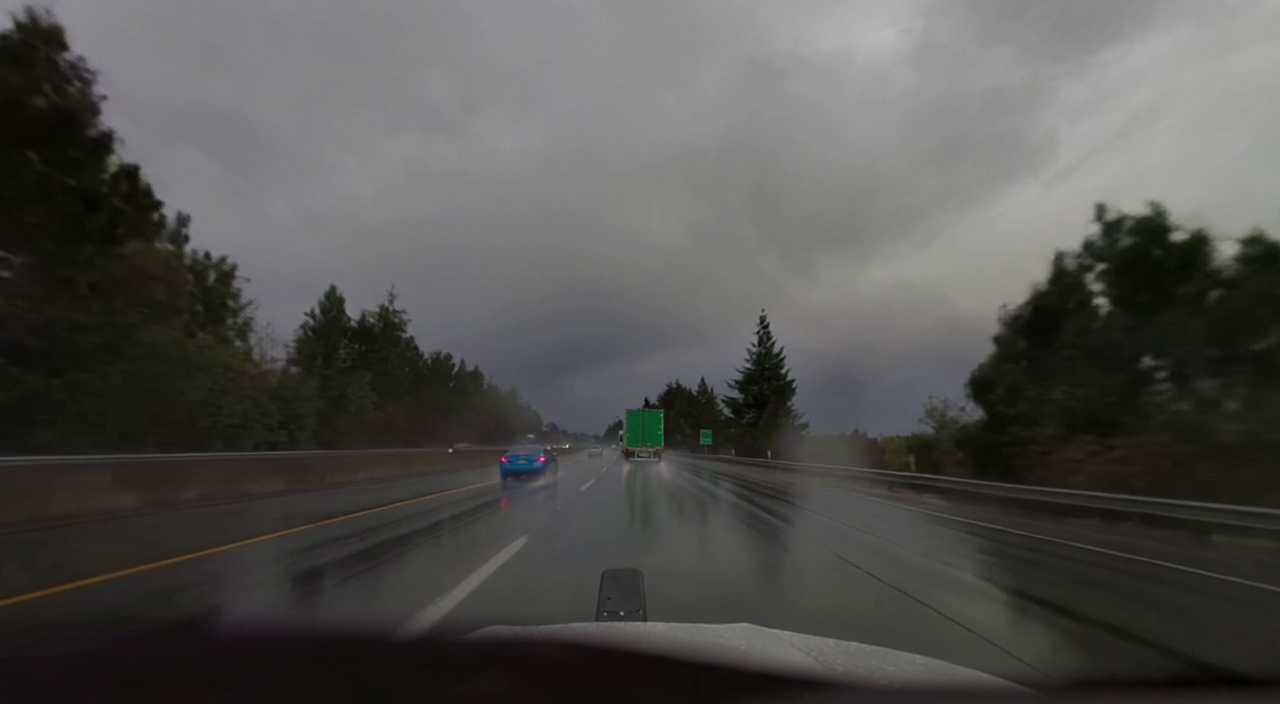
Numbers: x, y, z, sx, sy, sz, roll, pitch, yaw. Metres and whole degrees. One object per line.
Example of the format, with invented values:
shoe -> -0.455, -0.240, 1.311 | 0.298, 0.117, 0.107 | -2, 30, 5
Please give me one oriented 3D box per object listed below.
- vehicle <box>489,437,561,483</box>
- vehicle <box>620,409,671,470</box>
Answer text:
vehicle -> -4.304, 4.131, 24.220 | 1.977, 1.602, 3.944 | 0, -9, 0
vehicle -> 0.184, 5.946, 42.350 | 2.893, 3.628, 9.081 | 0, -9, -3
